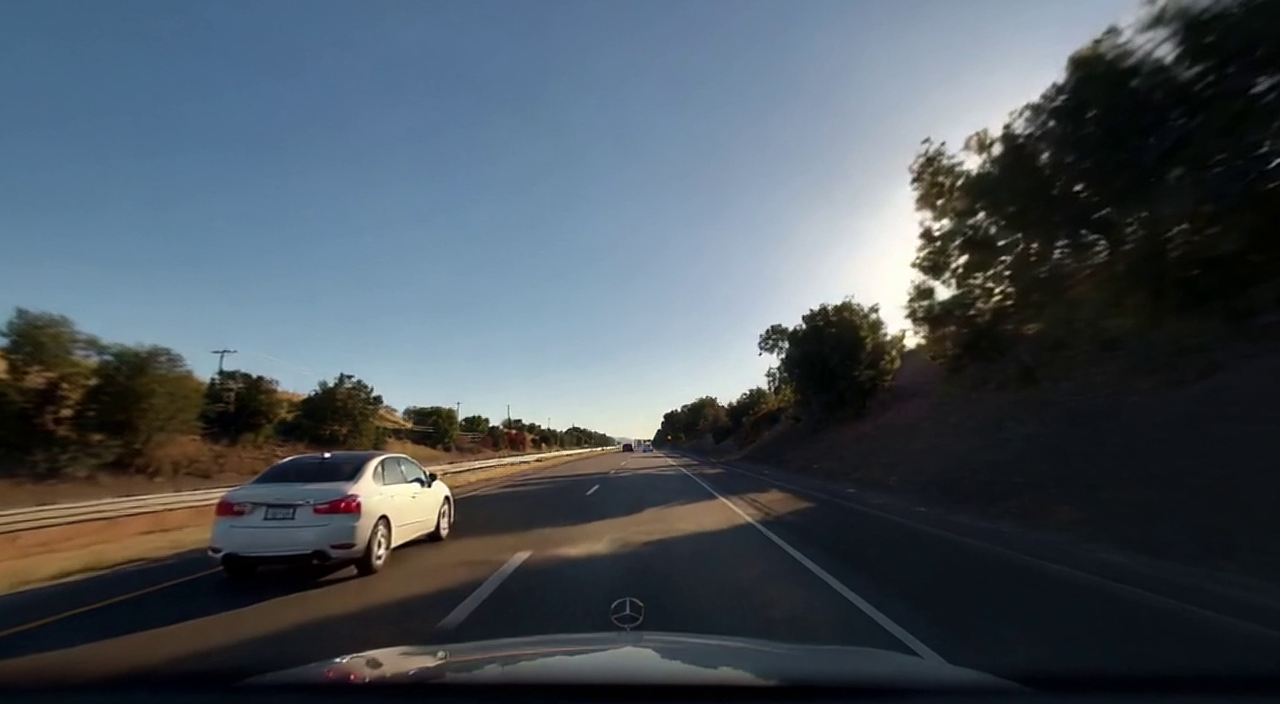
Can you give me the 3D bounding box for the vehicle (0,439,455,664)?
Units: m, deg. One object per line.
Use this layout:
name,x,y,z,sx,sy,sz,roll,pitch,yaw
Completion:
vehicle,-3.566,1.552,6.159,2.096,1.343,4.503,-1,-8,1
